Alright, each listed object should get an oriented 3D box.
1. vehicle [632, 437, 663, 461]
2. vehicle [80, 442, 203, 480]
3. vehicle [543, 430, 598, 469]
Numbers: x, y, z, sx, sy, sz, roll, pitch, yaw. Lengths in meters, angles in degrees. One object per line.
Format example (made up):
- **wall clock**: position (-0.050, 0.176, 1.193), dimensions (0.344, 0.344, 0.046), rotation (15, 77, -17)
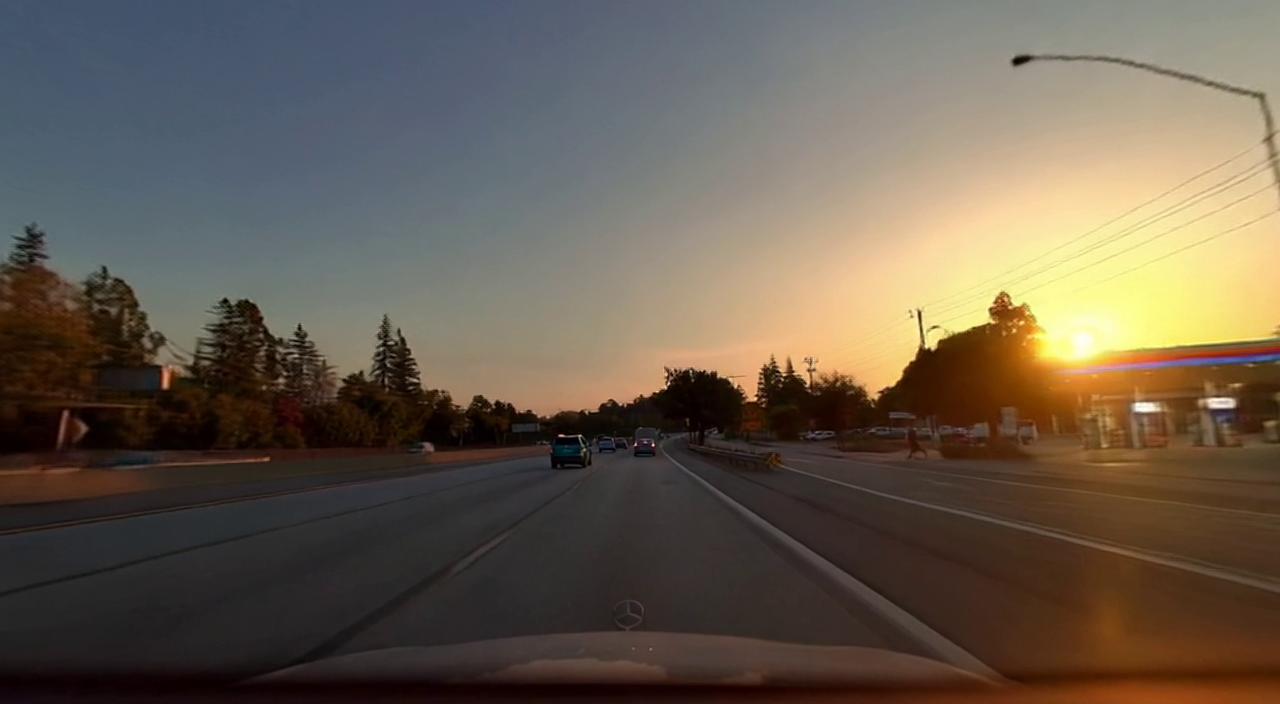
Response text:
- **vehicle**: position (0.485, 6.568, 42.761), dimensions (1.982, 1.524, 3.800), rotation (0, -8, -1)
- **vehicle**: position (-23.779, 5.199, 30.378), dimensions (1.979, 1.641, 4.898), rotation (0, -8, -1)
- **vehicle**: position (-3.555, 5.148, 33.334), dimensions (2.273, 1.884, 4.515), rotation (0, -8, 2)
